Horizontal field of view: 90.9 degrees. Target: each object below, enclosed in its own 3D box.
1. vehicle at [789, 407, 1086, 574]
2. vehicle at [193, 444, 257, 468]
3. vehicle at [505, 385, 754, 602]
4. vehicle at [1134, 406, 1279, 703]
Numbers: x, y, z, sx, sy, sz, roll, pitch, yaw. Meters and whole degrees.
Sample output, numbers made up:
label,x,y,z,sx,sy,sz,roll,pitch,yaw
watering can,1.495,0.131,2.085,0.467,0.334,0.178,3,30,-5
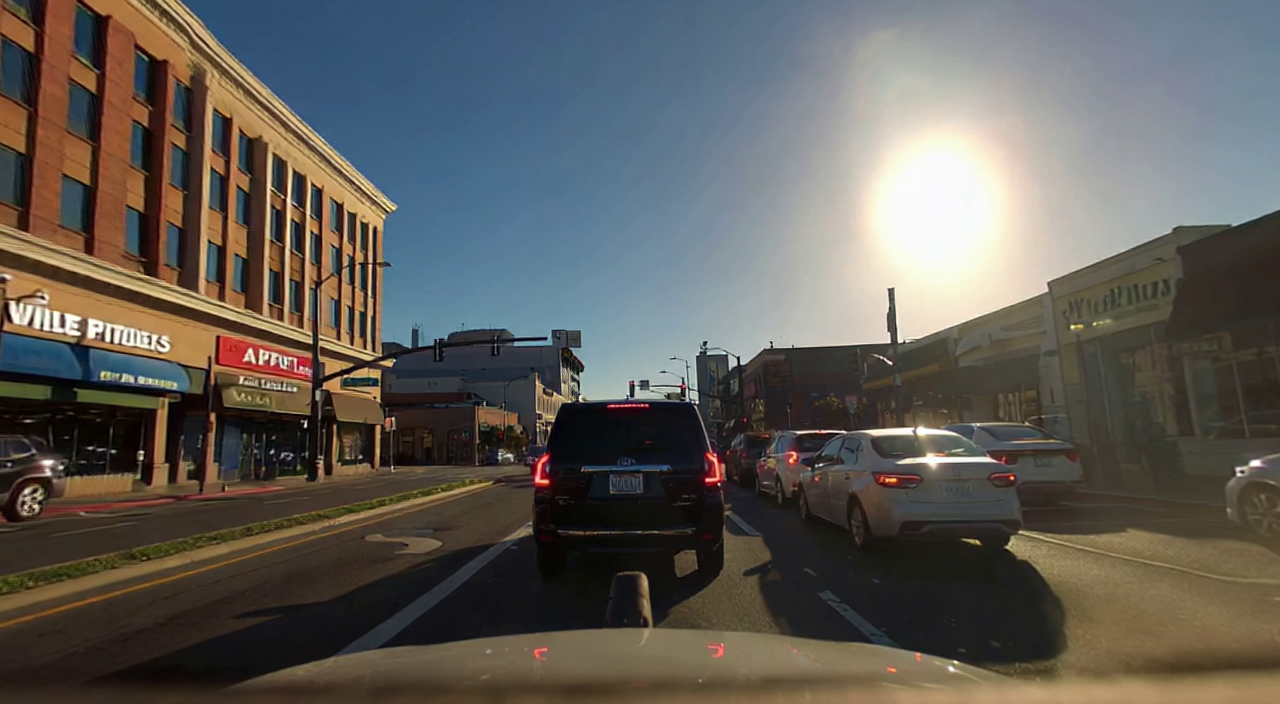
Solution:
label,x,y,z,sx,sy,sz,roll,pitch,yaw
vehicle,3.617,1.762,8.796,2.036,1.719,4.318,0,-8,0
vehicle,-27.439,6.872,41.862,1.693,1.563,3.716,0,-8,0
vehicle,-0.004,1.537,7.689,2.154,1.861,4.280,0,-8,3
vehicle,3.364,0.715,0.770,1.884,1.484,4.609,0,-8,2
